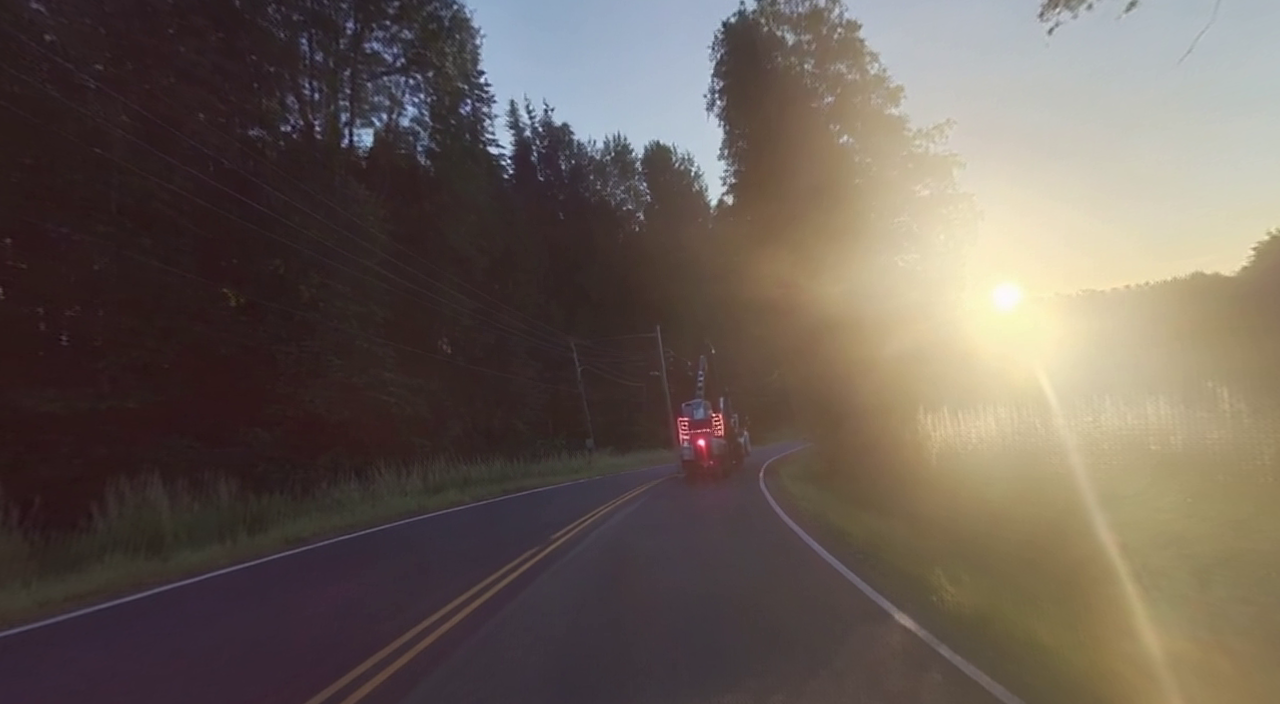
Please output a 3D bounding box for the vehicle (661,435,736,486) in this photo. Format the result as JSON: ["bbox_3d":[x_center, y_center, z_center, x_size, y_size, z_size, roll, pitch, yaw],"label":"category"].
[{"bbox_3d":[1.994,3.524,20.828,2.196,1.465,4.294,-1,-8,7],"label":"vehicle"}]
